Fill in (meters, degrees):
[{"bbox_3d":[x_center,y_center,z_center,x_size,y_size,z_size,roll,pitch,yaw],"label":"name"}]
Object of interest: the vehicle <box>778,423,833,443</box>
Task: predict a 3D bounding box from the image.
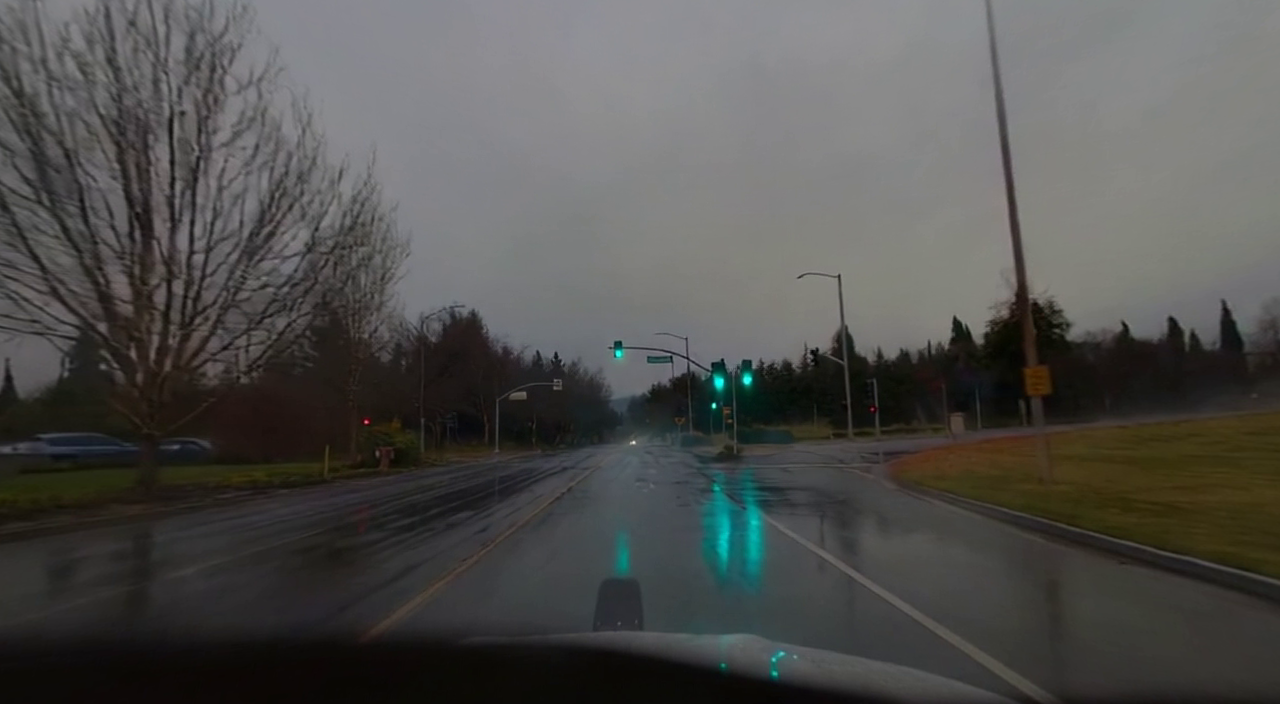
[{"bbox_3d":[12.752,6.276,48.645,3.706,1.466,1.830,-1,-9,2],"label":"vehicle"}]
